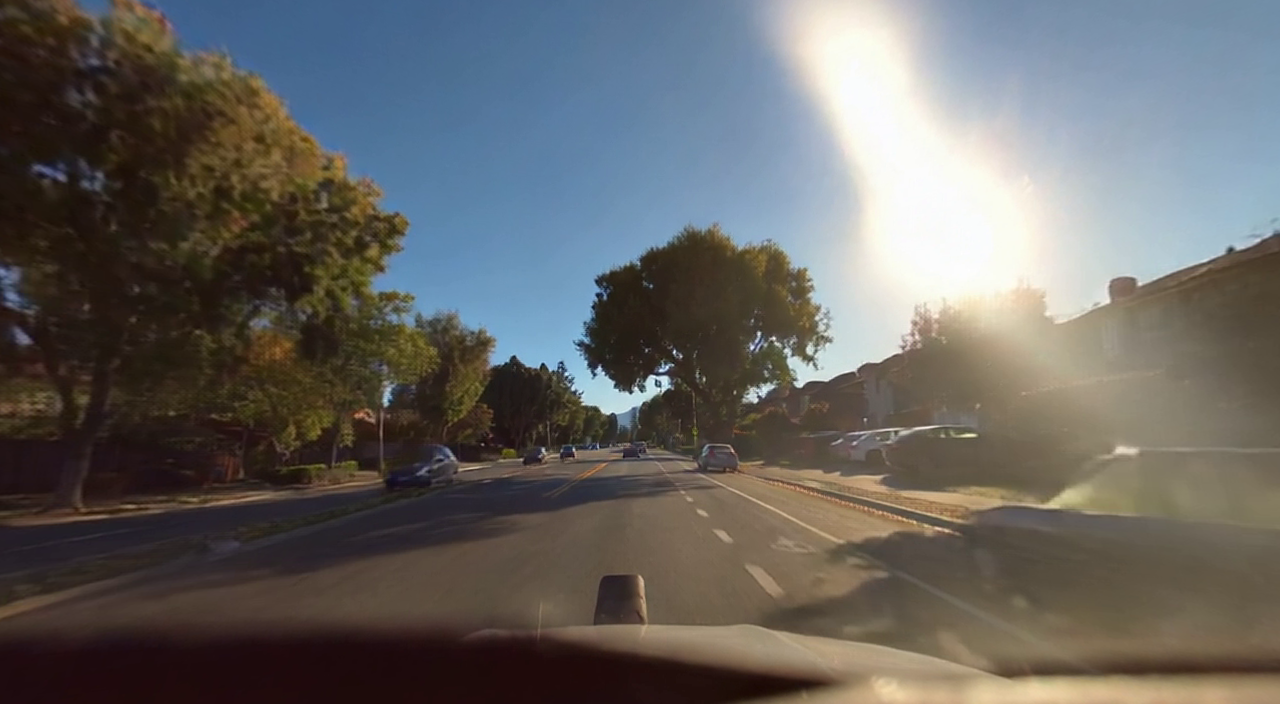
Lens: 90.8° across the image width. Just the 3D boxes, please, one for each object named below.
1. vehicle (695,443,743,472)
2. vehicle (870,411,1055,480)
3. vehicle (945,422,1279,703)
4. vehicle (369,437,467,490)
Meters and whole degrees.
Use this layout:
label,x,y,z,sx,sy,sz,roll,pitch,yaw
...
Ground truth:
label,x,y,z,sx,sy,sz,roll,pitch,yaw
vehicle,4.244,5.768,34.819,2.011,1.458,4.633,0,-8,-1
vehicle,10.741,3.170,21.311,4.964,1.739,2.184,-4,-10,-6
vehicle,3.866,1.180,3.567,1.991,1.500,4.562,0,-8,0
vehicle,-8.596,4.348,25.009,2.146,1.869,4.654,0,-8,0
